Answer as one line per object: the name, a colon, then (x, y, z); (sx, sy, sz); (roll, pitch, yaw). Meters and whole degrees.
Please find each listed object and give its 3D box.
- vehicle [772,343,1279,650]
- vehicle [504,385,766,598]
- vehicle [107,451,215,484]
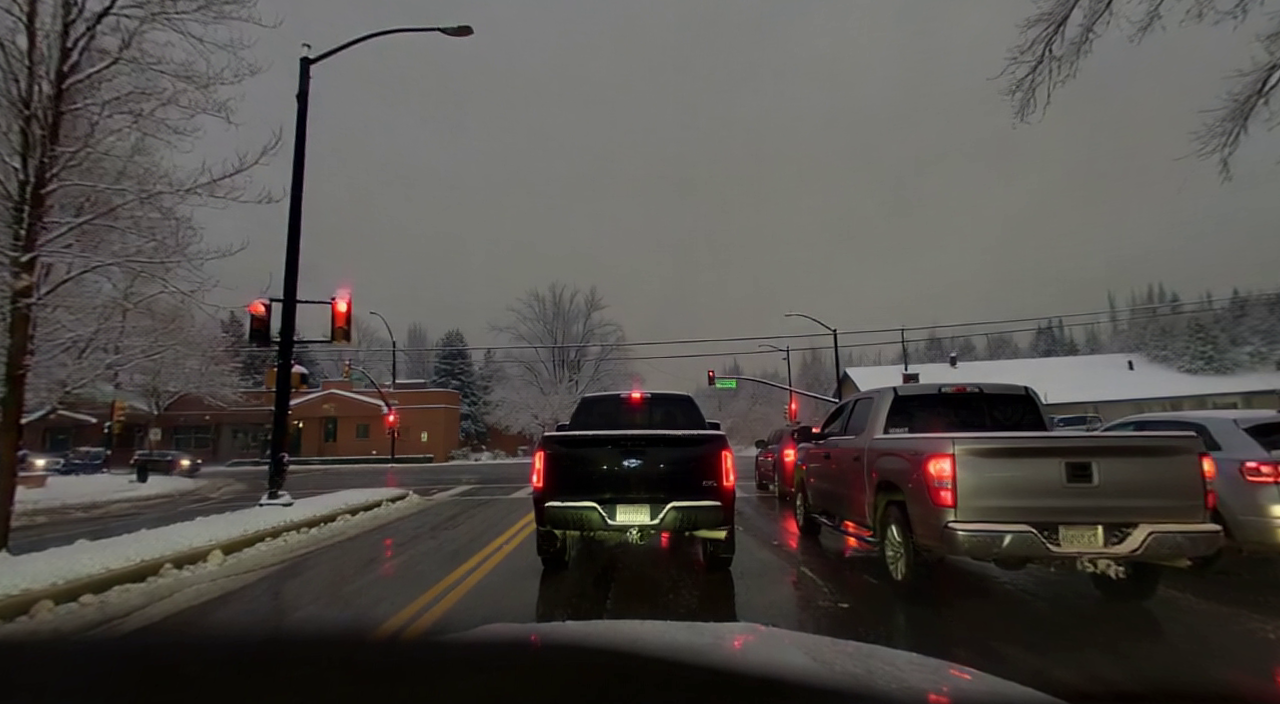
vehicle: (3.317, 1.329, 6.936); (2.412, 1.953, 5.682); (0, -9, -1)
vehicle: (-0.068, 1.571, 8.007); (2.240, 1.821, 5.001); (0, -9, -1)
vehicle: (-26.394, 6.332, 35.002); (4.437, 1.669, 1.936); (5, -10, -30)
